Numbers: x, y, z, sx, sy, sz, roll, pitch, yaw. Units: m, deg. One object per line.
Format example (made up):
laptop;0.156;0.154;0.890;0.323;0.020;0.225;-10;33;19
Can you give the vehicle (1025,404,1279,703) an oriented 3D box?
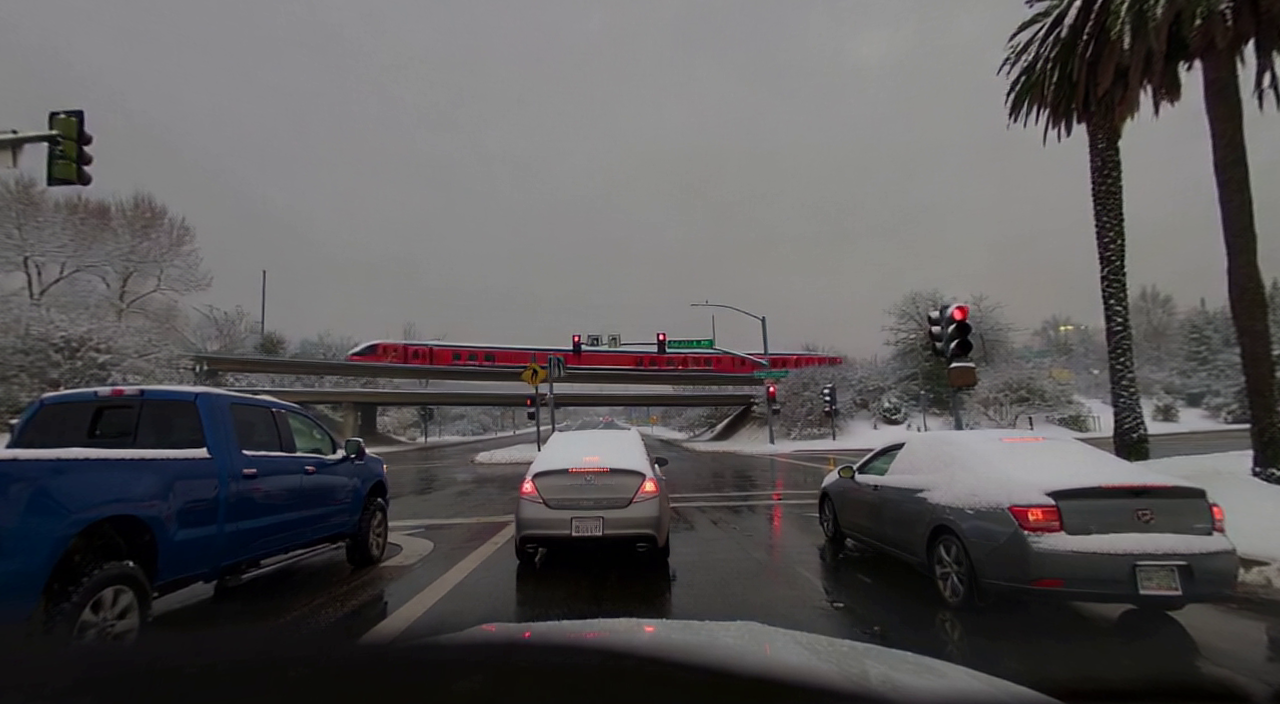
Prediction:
vehicle;3.876;0.906;2.285;2.052;1.496;4.541;0;-9;-1

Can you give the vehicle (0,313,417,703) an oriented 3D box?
vehicle;-3.790;1.123;5.049;2.078;1.838;5.448;0;-9;-1

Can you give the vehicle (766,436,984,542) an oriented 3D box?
vehicle;3.712;2.237;11.055;1.965;1.448;4.486;0;-9;-2

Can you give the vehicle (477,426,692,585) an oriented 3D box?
vehicle;-0.615;1.773;8.135;2.035;1.491;4.090;0;-9;-3

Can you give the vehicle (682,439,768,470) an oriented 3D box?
vehicle;4.235;5.170;32.076;1.878;1.428;4.416;5;-10;-33
